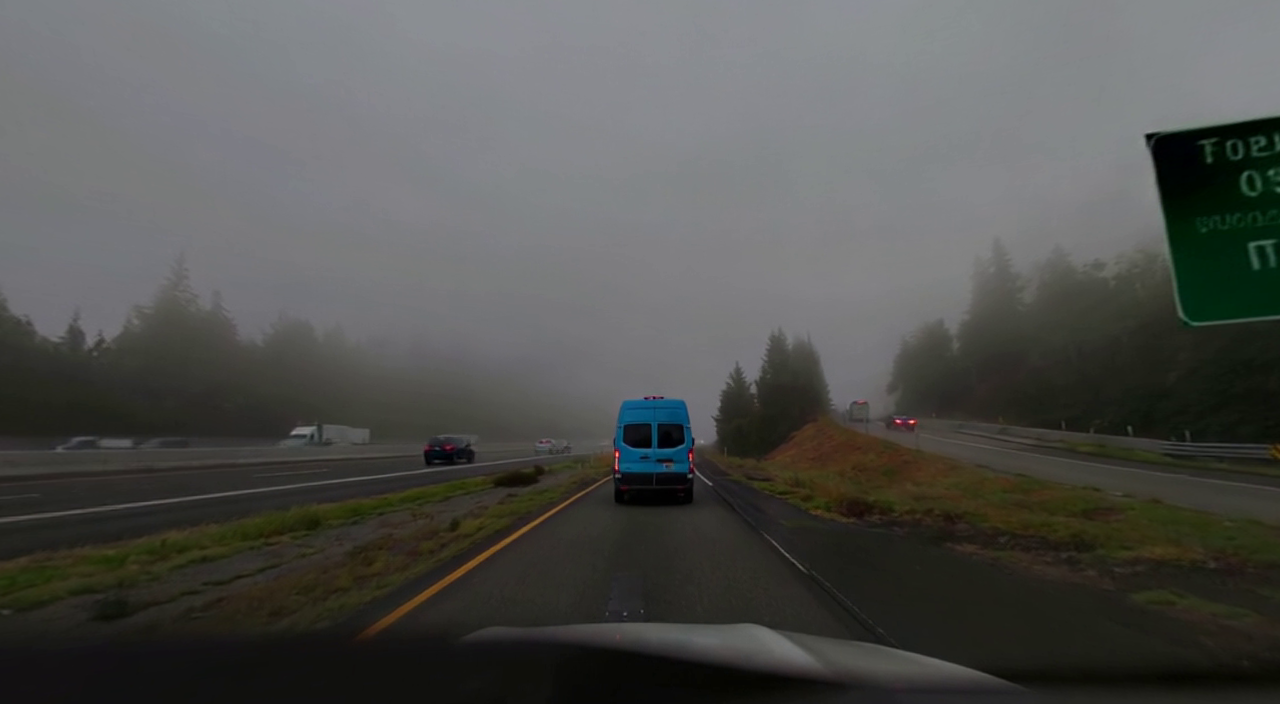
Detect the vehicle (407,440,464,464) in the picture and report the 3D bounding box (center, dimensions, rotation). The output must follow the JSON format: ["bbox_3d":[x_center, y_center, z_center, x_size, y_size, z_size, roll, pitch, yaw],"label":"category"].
[{"bbox_3d":[-15.169,7.413,47.112,2.309,1.683,5.063,-1,-8,4],"label":"vehicle"}]

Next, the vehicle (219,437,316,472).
[{"bbox_3d":[-19.479,5.360,33.264,2.160,1.691,4.601,-1,-8,3],"label":"vehicle"}]

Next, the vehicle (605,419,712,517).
[{"bbox_3d":[0.313,2.541,14.340,2.043,1.821,4.558,0,-8,-1],"label":"vehicle"}]
